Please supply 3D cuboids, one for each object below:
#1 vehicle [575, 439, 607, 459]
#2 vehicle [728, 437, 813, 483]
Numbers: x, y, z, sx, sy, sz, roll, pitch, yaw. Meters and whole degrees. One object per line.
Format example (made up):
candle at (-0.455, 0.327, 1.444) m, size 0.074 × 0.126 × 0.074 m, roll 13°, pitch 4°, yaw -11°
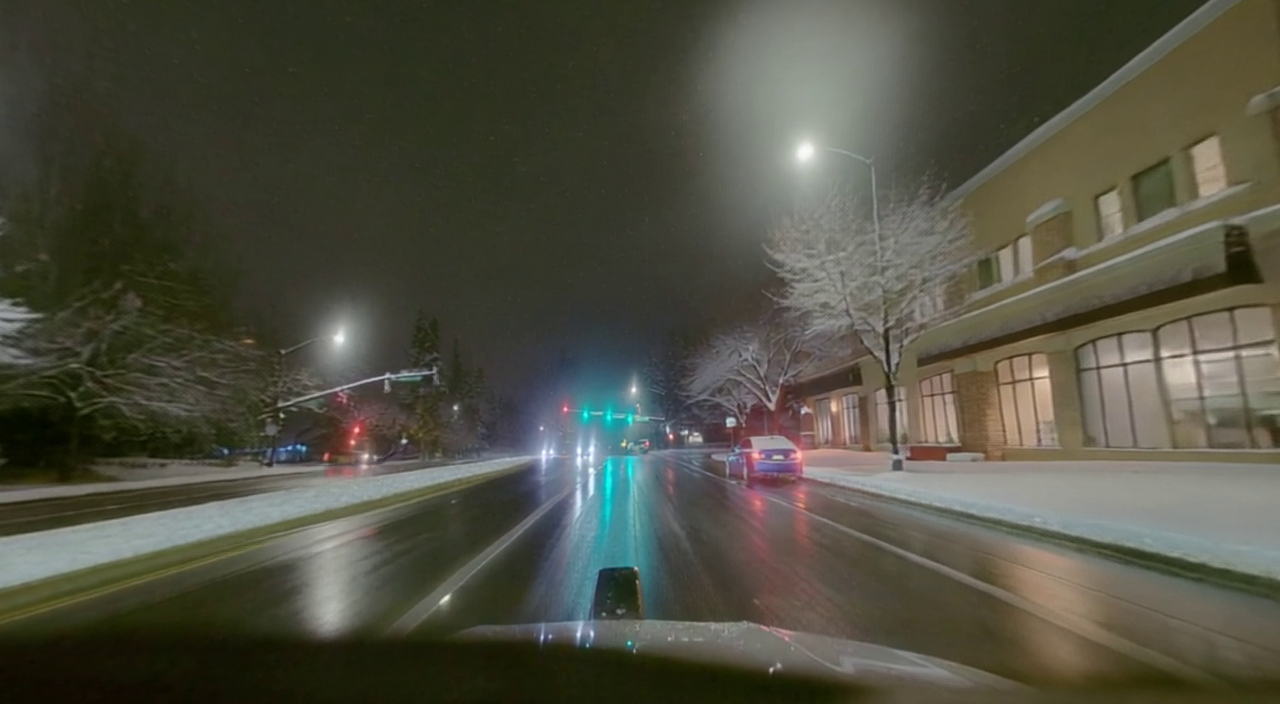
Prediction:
vehicle at (-3.659, 7.303, 47.678) m, size 2.032 × 1.467 × 4.411 m, roll 0°, pitch -8°, yaw 0°
vehicle at (4.471, 3.771, 22.365) m, size 1.942 × 1.469 × 4.049 m, roll 0°, pitch -8°, yaw -3°
